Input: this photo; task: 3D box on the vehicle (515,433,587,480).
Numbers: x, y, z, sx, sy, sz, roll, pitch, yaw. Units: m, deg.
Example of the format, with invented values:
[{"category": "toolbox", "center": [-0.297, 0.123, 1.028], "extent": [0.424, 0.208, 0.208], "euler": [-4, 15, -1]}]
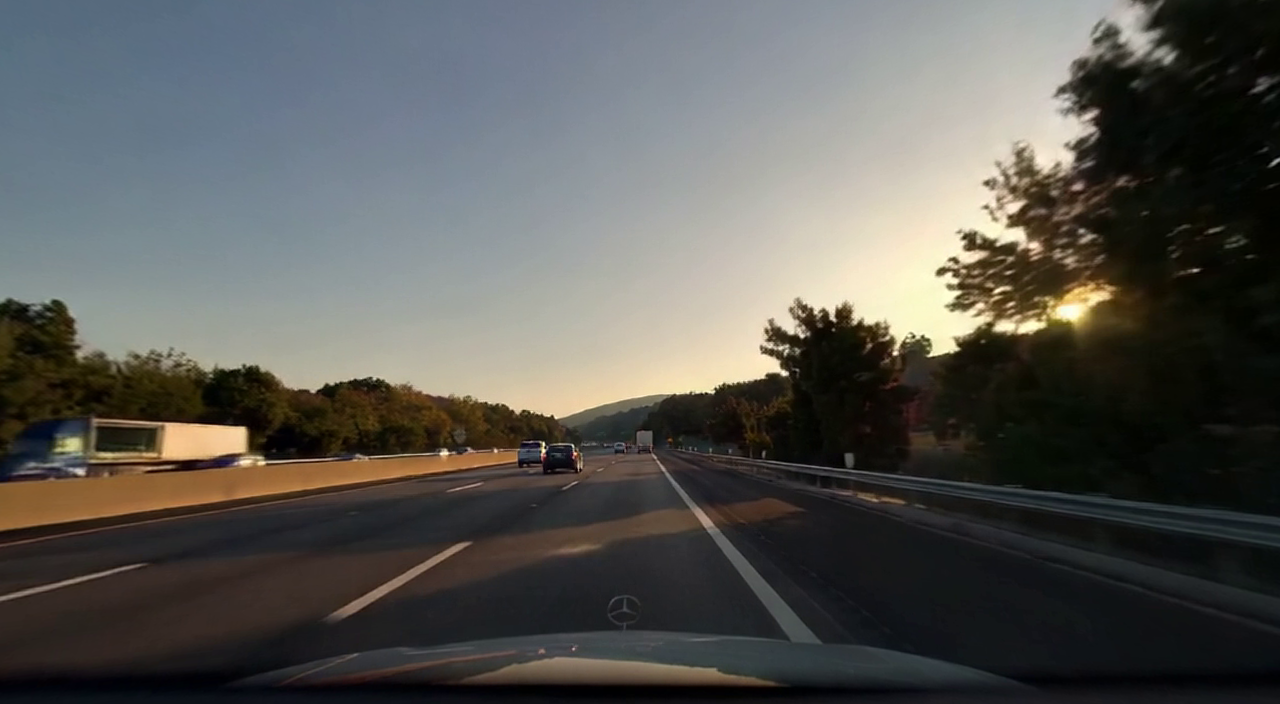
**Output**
[{"category": "vehicle", "center": [-3.692, 4.442, 27.106], "extent": [2.283, 1.802, 4.810], "euler": [0, -9, 1]}]

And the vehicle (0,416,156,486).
[{"category": "vehicle", "center": [-36.799, 6.450, 41.388], "extent": [3.062, 4.079, 8.458], "euler": [0, -9, 1]}]

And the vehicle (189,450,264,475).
[{"category": "vehicle", "center": [-32.487, 8.685, 49.796], "extent": [1.980, 1.761, 5.670], "euler": [0, -9, 1]}]
